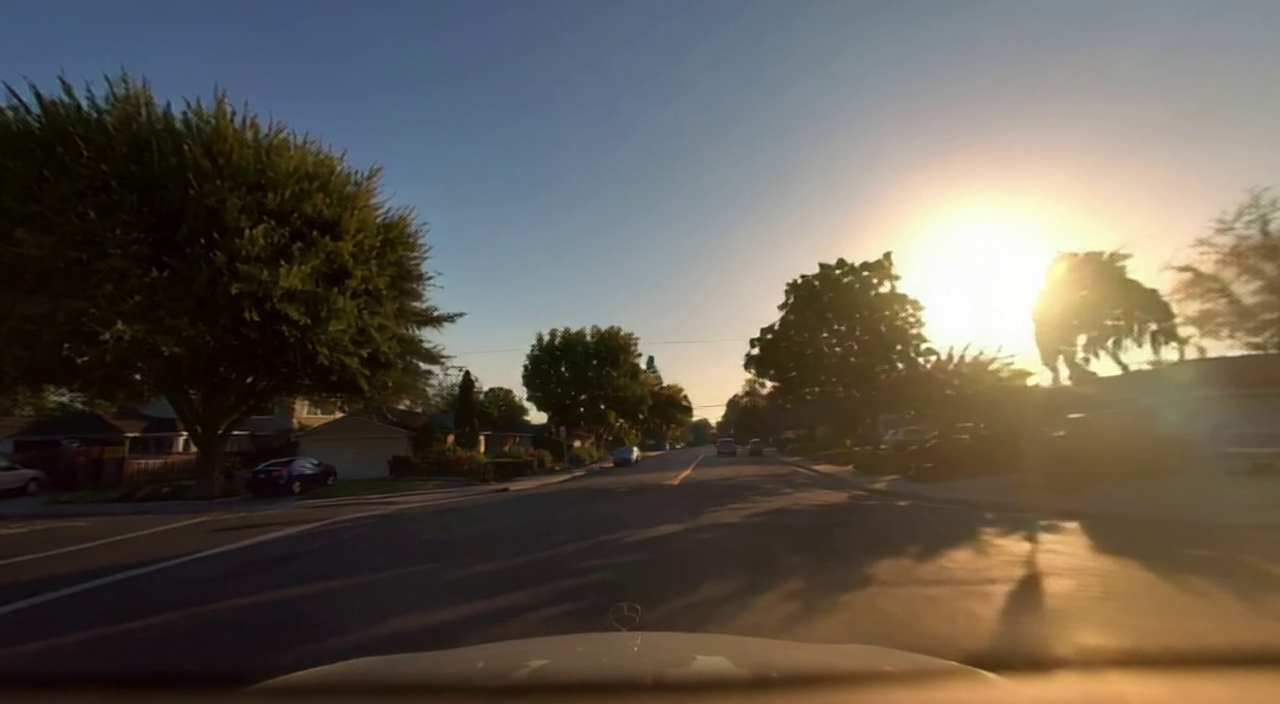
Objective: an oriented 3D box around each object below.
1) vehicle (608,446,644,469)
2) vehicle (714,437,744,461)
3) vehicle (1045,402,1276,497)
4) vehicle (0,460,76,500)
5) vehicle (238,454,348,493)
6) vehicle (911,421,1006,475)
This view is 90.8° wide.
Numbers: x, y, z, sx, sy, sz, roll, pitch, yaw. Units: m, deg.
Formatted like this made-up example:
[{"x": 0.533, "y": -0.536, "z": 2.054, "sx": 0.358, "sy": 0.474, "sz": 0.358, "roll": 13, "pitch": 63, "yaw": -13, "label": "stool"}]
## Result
[{"x": -0.985, "y": 7.736, "z": 46.551, "sx": 2.075, "sy": 1.551, "sz": 4.074, "roll": -1, "pitch": -9, "yaw": 6, "label": "vehicle"}, {"x": 6.683, "y": 7.303, "z": 47.523, "sx": 2.116, "sy": 1.711, "sz": 4.155, "roll": -1, "pitch": -9, "yaw": 8, "label": "vehicle"}, {"x": 12.620, "y": 2.451, "z": 16.010, "sx": 2.333, "sy": 1.933, "sz": 5.662, "roll": -2, "pitch": -9, "yaw": 16, "label": "vehicle"}, {"x": -28.989, "y": 5.841, "z": 28.980, "sx": 1.978, "sy": 1.666, "sz": 4.230, "roll": -1, "pitch": -9, "yaw": 8, "label": "vehicle"}, {"x": -15.425, "y": 5.385, "z": 28.399, "sx": 1.917, "sy": 1.499, "sz": 4.569, "roll": -1, "pitch": -9, "yaw": 8, "label": "vehicle"}, {"x": 12.056, "y": 3.684, "z": 24.276, "sx": 2.130, "sy": 1.836, "sz": 4.464, "roll": -2, "pitch": -9, "yaw": 13, "label": "vehicle"}]
